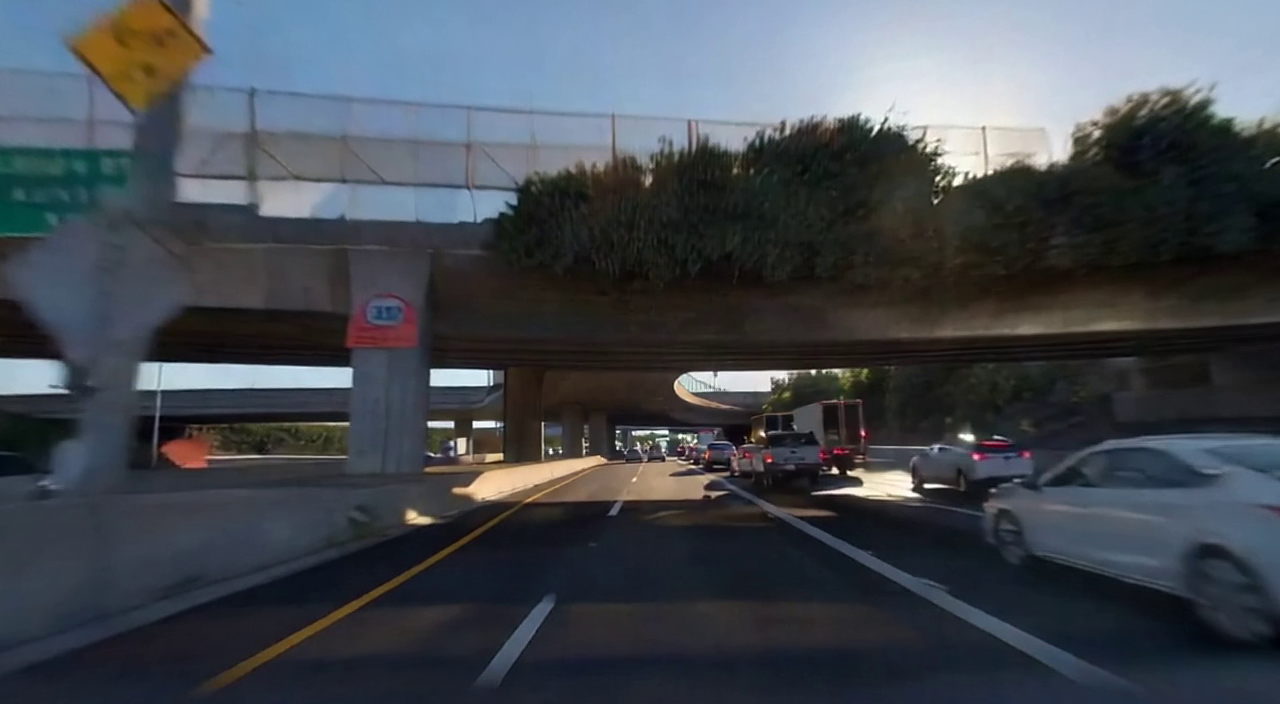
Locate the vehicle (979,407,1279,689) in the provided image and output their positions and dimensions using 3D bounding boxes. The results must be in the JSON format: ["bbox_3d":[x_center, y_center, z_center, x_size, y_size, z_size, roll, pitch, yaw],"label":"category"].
[{"bbox_3d":[4.451,1.121,3.886,2.065,1.487,4.972,0,-9,1],"label":"vehicle"}]

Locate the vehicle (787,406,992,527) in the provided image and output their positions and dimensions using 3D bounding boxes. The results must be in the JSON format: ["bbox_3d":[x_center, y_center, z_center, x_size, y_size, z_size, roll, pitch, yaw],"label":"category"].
[{"bbox_3d":[4.656,2.247,12.869,2.191,1.963,5.001,0,-9,1],"label":"vehicle"}]
